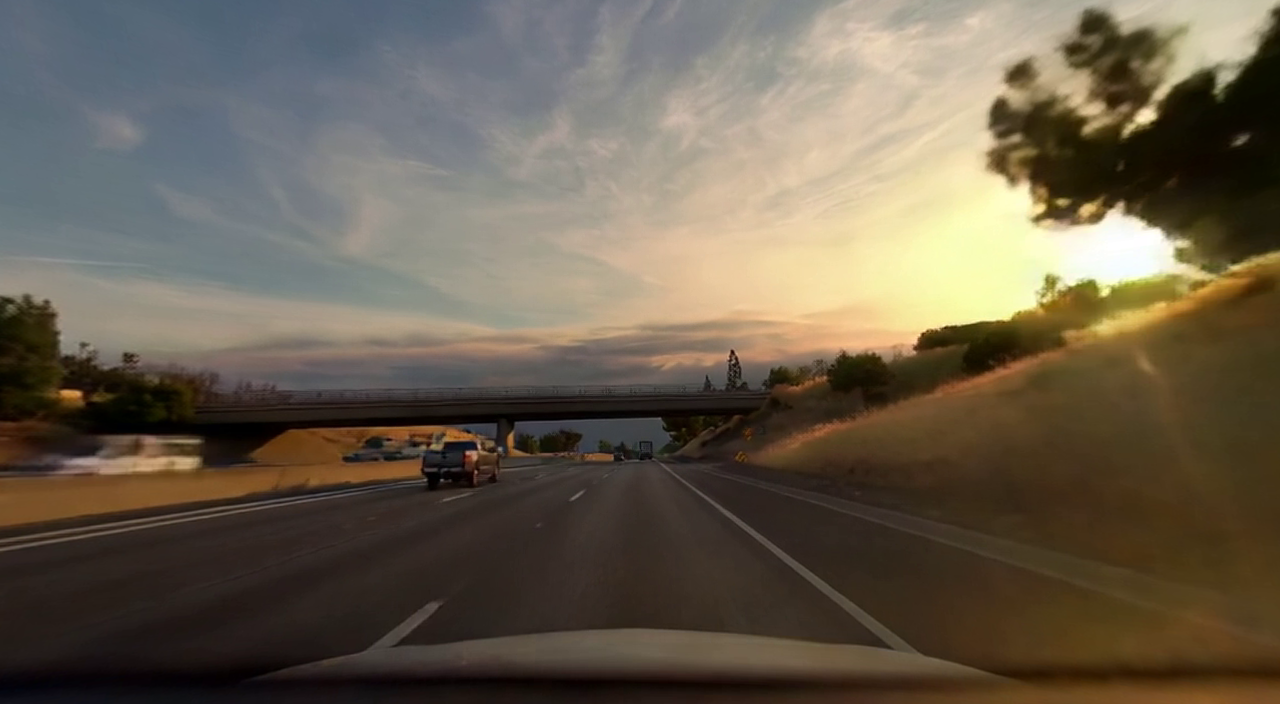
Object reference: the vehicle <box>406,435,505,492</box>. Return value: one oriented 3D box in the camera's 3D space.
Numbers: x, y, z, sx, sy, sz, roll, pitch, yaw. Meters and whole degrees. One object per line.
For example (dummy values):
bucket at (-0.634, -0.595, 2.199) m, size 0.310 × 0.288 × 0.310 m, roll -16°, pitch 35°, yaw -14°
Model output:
vehicle at (-6.956, 4.268, 24.491) m, size 2.232 × 1.947 × 5.180 m, roll 0°, pitch -9°, yaw 0°
